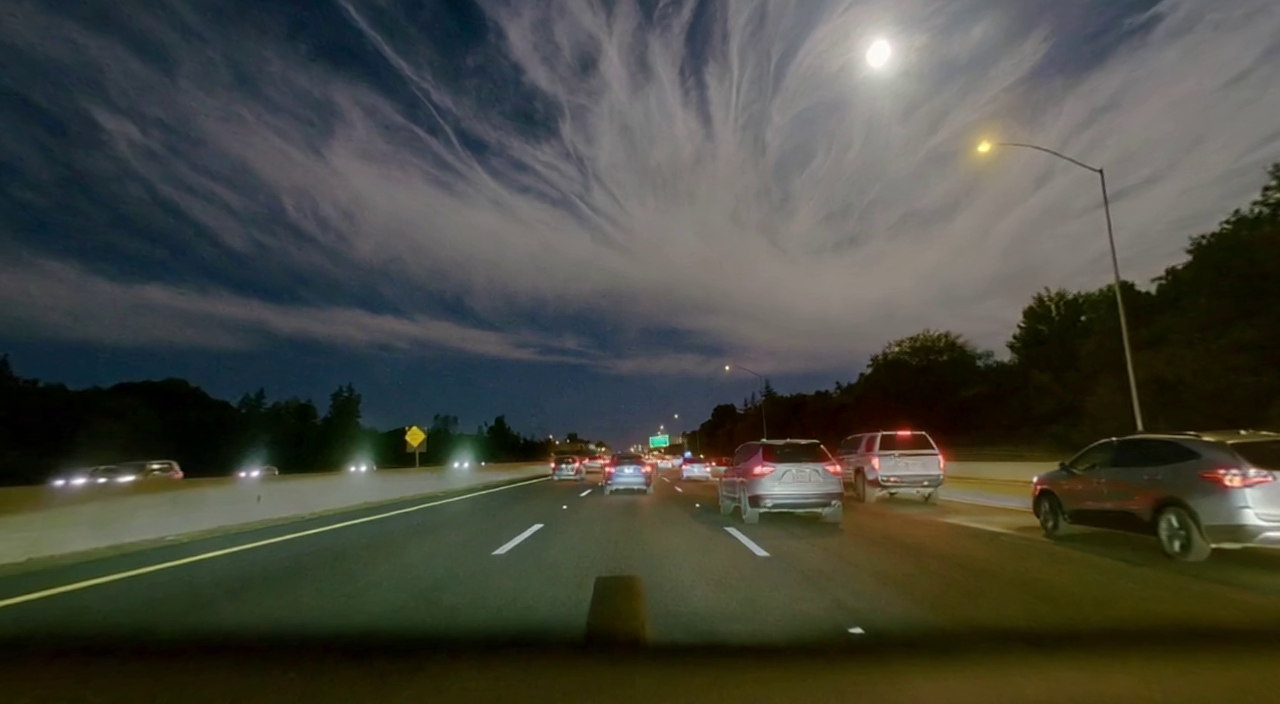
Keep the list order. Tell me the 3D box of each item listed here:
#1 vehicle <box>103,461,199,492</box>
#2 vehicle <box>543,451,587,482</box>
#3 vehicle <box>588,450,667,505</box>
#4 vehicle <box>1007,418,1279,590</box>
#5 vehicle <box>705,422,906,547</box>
[{"bbox_3d":[-28.917,7.325,37.445,1.914,1.634,4.517,0,-9,1],"label":"vehicle"},{"bbox_3d":[-4.178,6.385,35.484,1.889,1.600,4.043,0,-9,1],"label":"vehicle"},{"bbox_3d":[-0.319,3.773,19.361,2.157,1.495,4.038,0,-9,1],"label":"vehicle"},{"bbox_3d":[7.167,1.810,8.272,1.972,1.647,4.429,0,-9,0],"label":"vehicle"},{"bbox_3d":[2.553,2.182,10.949,2.230,1.740,3.976,1,-9,-3],"label":"vehicle"}]
